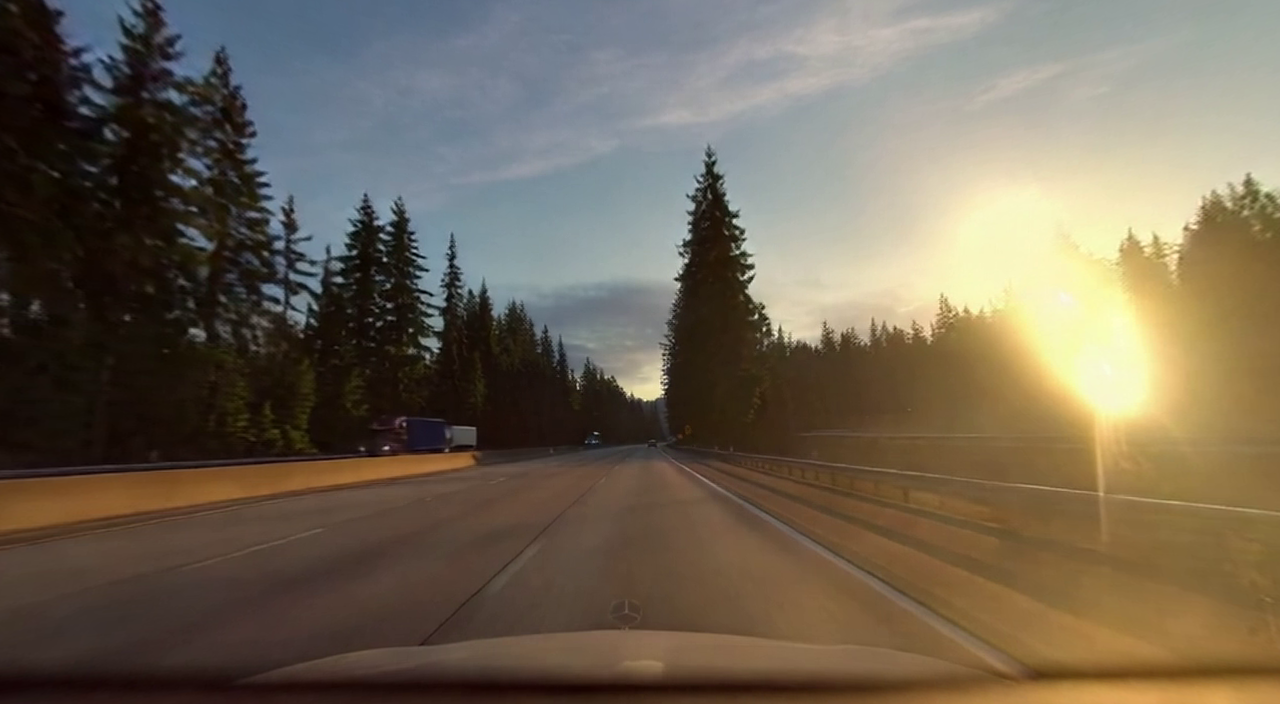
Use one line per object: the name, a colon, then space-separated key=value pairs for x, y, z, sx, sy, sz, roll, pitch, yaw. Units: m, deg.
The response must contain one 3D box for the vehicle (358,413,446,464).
vehicle: x=-16.924 y=6.307 z=45.739 sx=2.750 sy=3.286 sz=8.975 roll=0 pitch=-8 yaw=1
